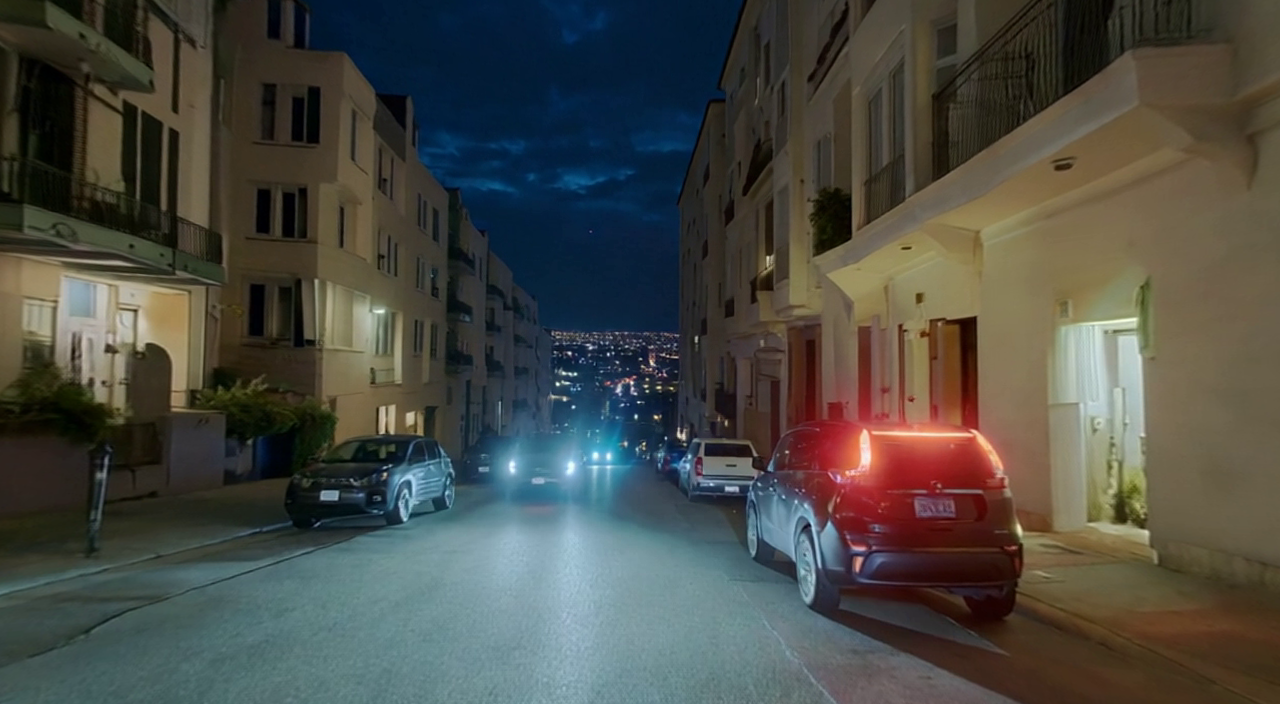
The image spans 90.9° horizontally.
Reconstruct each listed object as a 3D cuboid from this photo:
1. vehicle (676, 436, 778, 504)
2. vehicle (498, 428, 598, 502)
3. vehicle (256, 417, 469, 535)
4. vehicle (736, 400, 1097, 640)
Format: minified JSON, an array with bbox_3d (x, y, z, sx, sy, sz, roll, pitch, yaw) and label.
[{"bbox_3d":[2.005,2.838,15.757,1.786,1.447,4.314,0,-8,-2],"label":"vehicle"},{"bbox_3d":[-2.065,2.626,15.078,1.845,1.544,3.388,0,-8,1],"label":"vehicle"},{"bbox_3d":[-4.540,2.125,11.198,1.883,1.499,4.426,6,-10,-3],"label":"vehicle"},{"bbox_3d":[2.266,1.454,6.487,1.839,1.678,3.918,0,-8,-2],"label":"vehicle"}]
